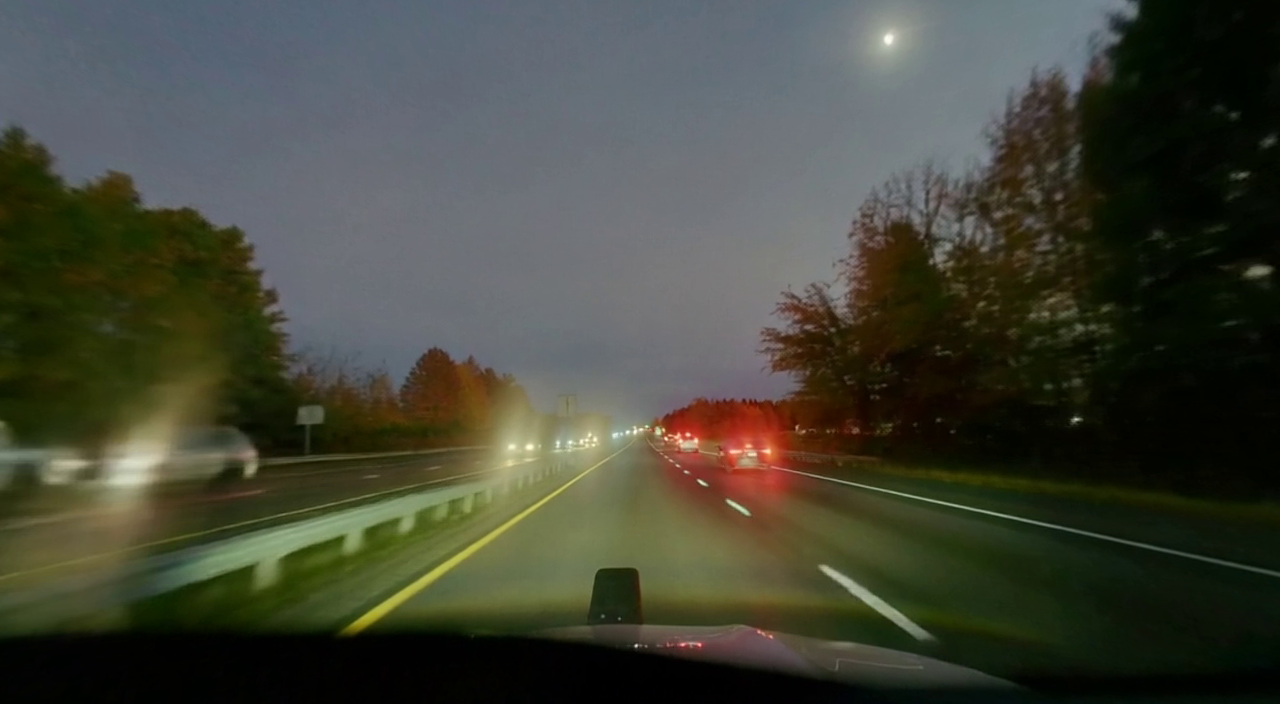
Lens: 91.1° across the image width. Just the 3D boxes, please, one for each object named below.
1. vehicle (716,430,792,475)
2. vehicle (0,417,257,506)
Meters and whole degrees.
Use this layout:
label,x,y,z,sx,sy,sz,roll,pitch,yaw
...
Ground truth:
label,x,y,z,sx,sy,sz,roll,pitch,yaw
vehicle,4.193,3.779,23.843,2.024,1.516,4.197,0,-8,-1
vehicle,-13.231,2.848,16.903,2.121,1.933,5.948,-1,-8,0
